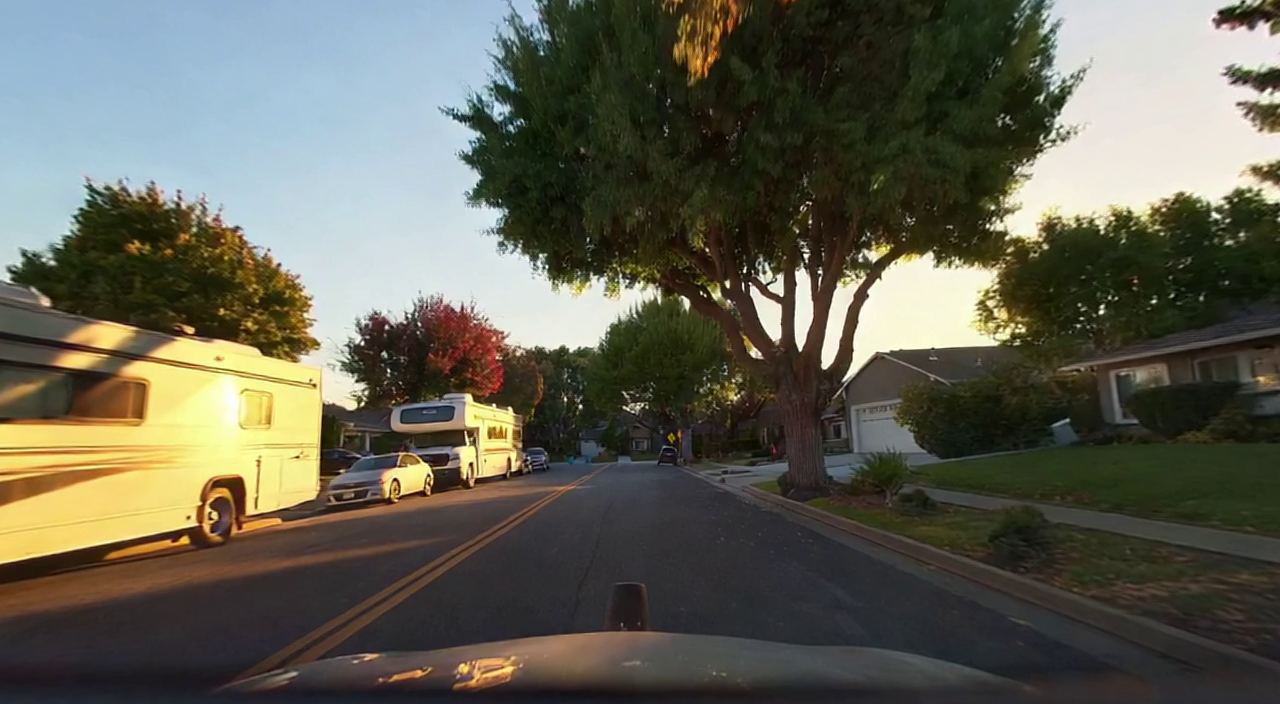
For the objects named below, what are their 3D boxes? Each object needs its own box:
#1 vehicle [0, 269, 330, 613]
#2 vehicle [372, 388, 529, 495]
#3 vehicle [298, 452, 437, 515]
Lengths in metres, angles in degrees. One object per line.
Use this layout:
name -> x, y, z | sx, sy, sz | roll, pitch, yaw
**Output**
vehicle -> -7.292, 1.031, 7.213 | 2.889, 3.119, 8.837 | 0, -9, 1
vehicle -> -7.259, 3.929, 26.756 | 3.103, 3.479, 11.801 | -1, -10, 0
vehicle -> -7.374, 3.567, 17.677 | 1.932, 1.438, 4.552 | 0, -8, -1
